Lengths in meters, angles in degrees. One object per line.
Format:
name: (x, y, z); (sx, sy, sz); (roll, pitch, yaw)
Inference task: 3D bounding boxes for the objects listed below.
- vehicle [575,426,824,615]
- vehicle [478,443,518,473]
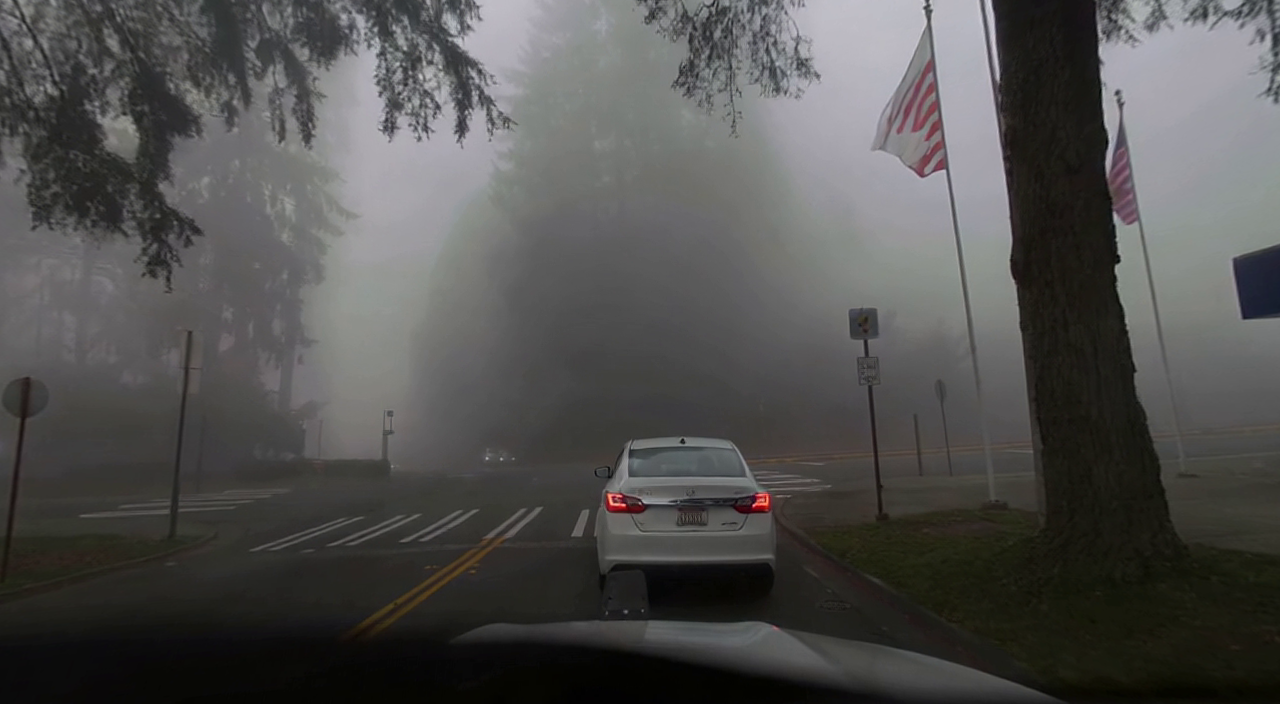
vehicle: (0.385, 1.621, 6.905); (1.985, 1.463, 3.647); (0, -9, -3)
vehicle: (-9.998, 7.498, 44.749); (2.212, 1.948, 4.537); (0, -9, -5)
